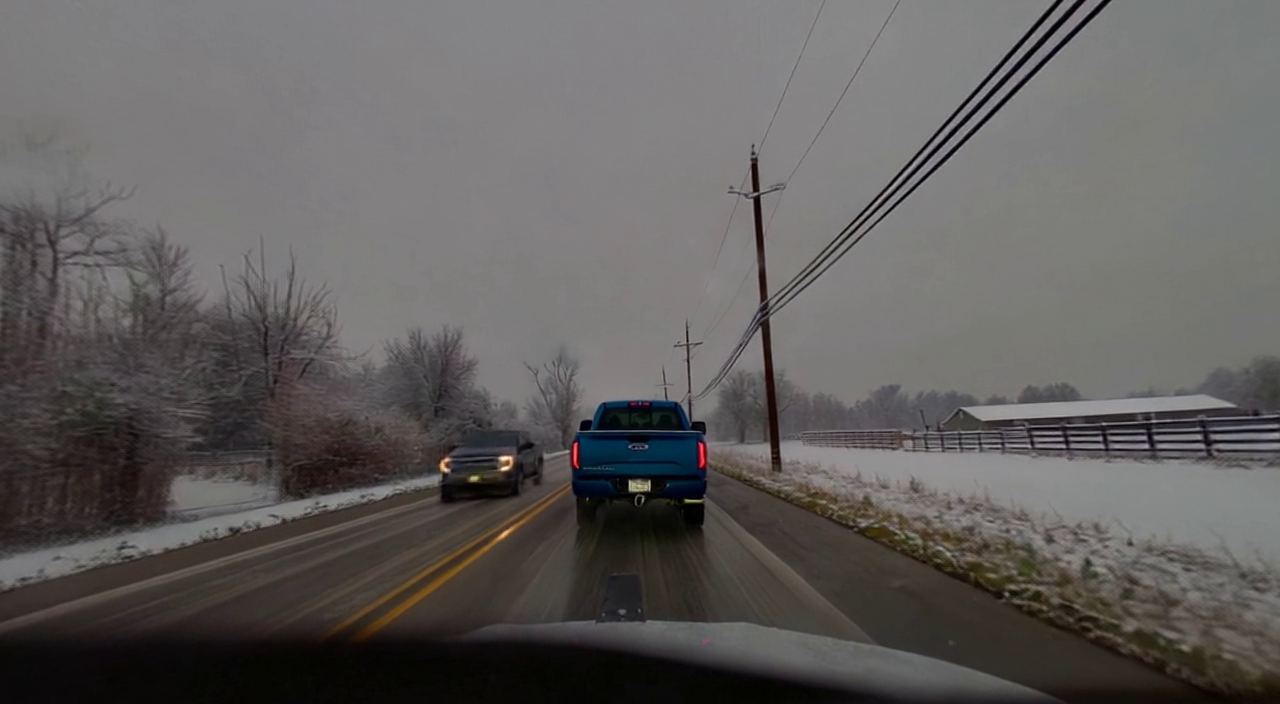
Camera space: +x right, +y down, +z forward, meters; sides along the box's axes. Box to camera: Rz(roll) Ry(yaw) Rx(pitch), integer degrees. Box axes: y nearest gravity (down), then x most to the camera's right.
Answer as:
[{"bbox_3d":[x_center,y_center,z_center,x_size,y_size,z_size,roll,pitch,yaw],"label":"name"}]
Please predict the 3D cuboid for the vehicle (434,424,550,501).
[{"bbox_3d":[-3.886,3.013,17.565,2.072,1.819,4.707,0,-8,0],"label":"vehicle"}]

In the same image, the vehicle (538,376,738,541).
[{"bbox_3d":[-0.080,1.870,11.587,2.693,2.223,5.885,0,-8,-1],"label":"vehicle"}]
